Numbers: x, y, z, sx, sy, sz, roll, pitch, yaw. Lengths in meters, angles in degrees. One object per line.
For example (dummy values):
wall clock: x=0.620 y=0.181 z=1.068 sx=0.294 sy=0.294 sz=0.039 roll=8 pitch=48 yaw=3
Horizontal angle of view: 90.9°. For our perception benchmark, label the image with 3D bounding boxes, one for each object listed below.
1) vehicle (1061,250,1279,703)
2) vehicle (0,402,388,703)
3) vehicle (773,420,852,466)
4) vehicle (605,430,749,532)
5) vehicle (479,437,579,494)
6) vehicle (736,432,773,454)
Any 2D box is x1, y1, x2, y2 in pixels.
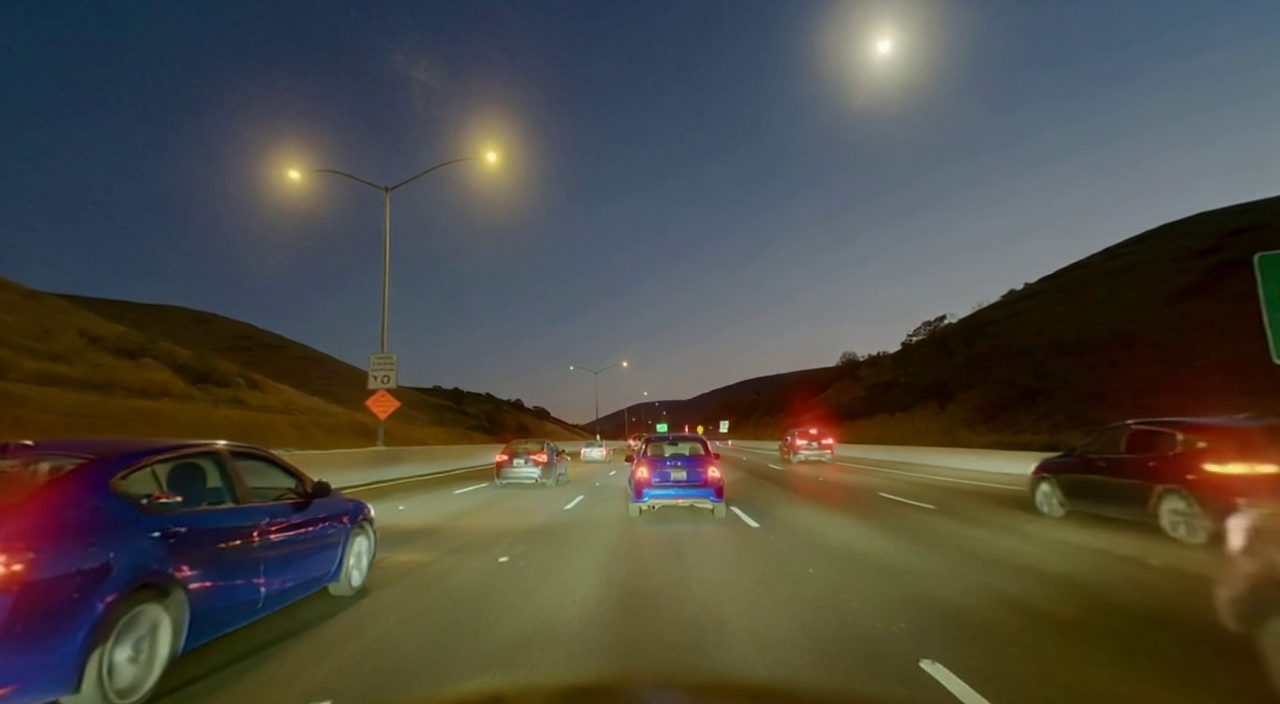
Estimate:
vehicle: x=3.520 y=0.389 z=1.354 sx=2.086 sy=1.884 sz=4.547 roll=-1 pitch=-8 yaw=1
vehicle: x=-3.444 y=1.157 z=3.777 sx=2.033 sy=1.513 sz=4.333 roll=-1 pitch=-8 yaw=1
vehicle: x=7.501 y=4.036 z=28.005 sx=2.210 sy=1.831 sz=4.843 roll=-1 pitch=-8 yaw=1
vehicle: x=0.582 y=2.142 z=11.109 sx=2.072 sy=1.431 sz=3.904 roll=-1 pitch=-8 yaw=2
vehicle: x=-3.095 y=3.269 z=18.614 sx=2.017 sy=1.446 sz=4.384 roll=-1 pitch=-8 yaw=2
vehicle: x=8.896 y=7.098 z=49.371 sx=2.032 sy=1.580 sz=4.928 roll=-1 pitch=-8 yaw=1
